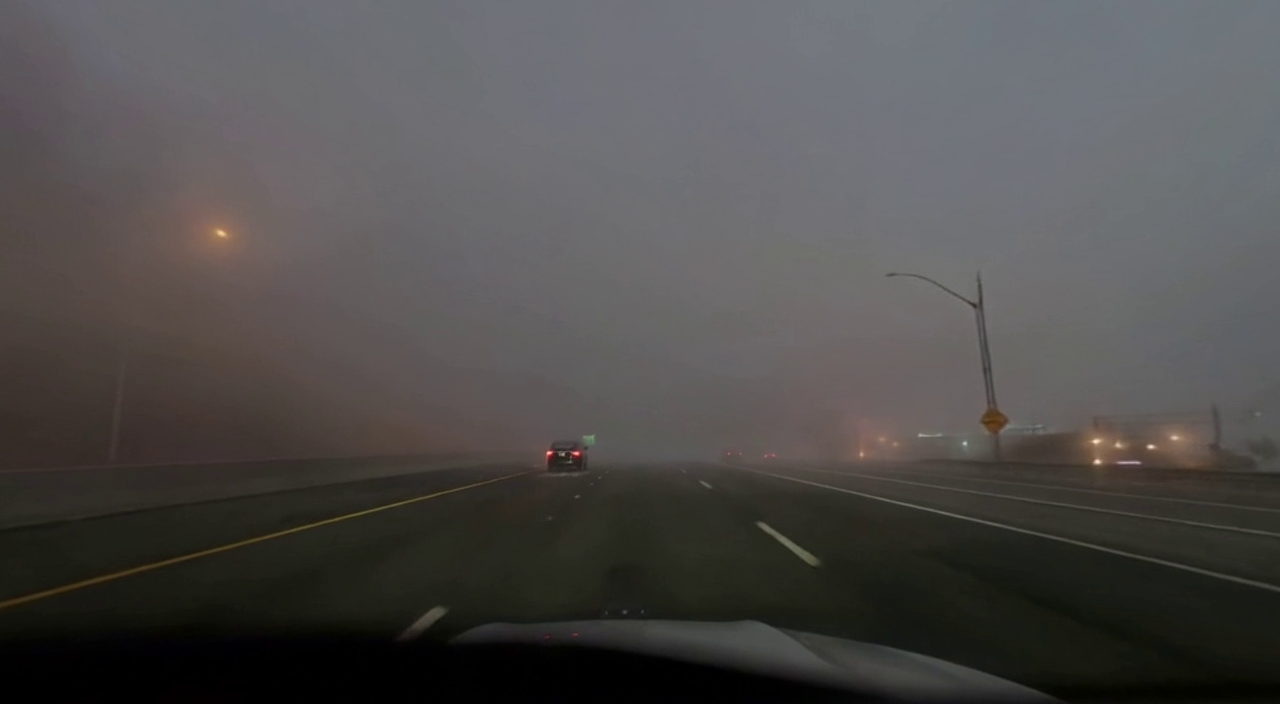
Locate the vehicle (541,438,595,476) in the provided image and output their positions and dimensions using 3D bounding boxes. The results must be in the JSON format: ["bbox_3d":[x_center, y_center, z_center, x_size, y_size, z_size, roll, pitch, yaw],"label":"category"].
[{"bbox_3d":[-3.451,5.140,31.141,2.072,1.706,4.359,0,-8,1],"label":"vehicle"}]
